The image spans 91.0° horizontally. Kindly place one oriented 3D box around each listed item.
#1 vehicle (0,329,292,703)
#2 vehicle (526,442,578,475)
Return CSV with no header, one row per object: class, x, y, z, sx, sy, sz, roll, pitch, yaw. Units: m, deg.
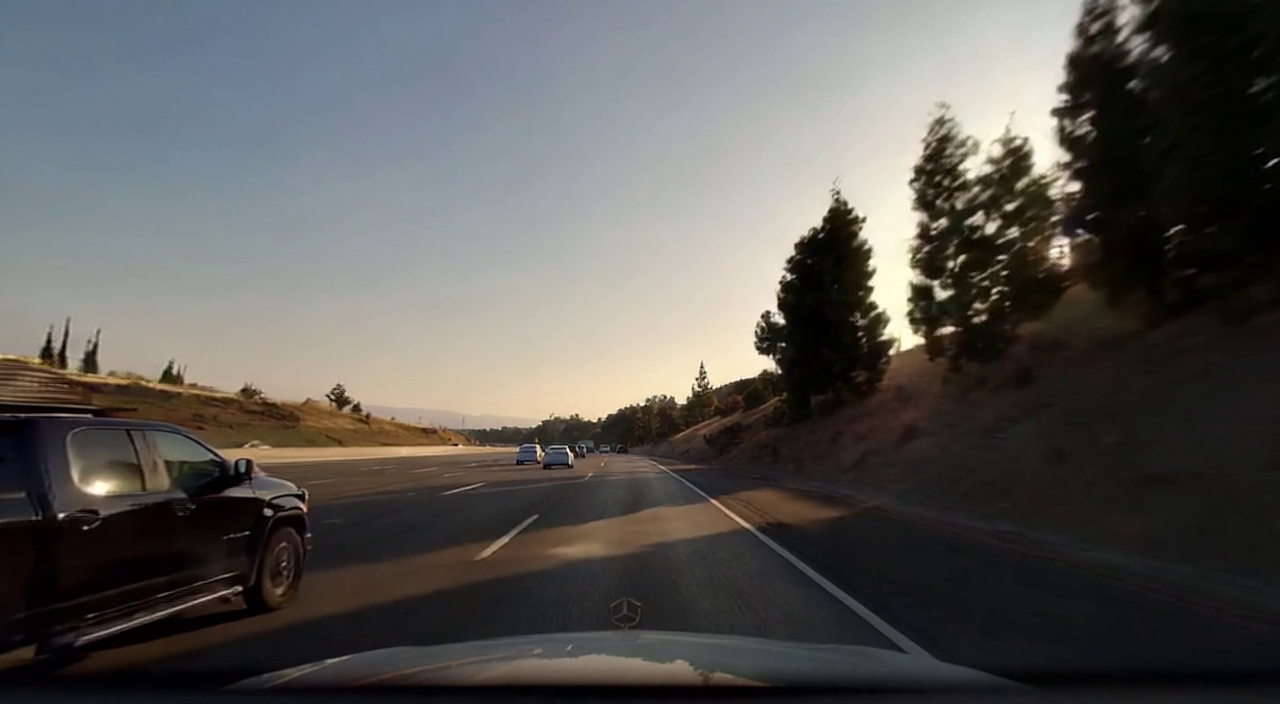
vehicle,-3.862,0.762,2.331,2.200,1.807,5.041,0,-9,1
vehicle,-4.325,5.323,31.737,2.012,1.509,4.359,0,-9,0
